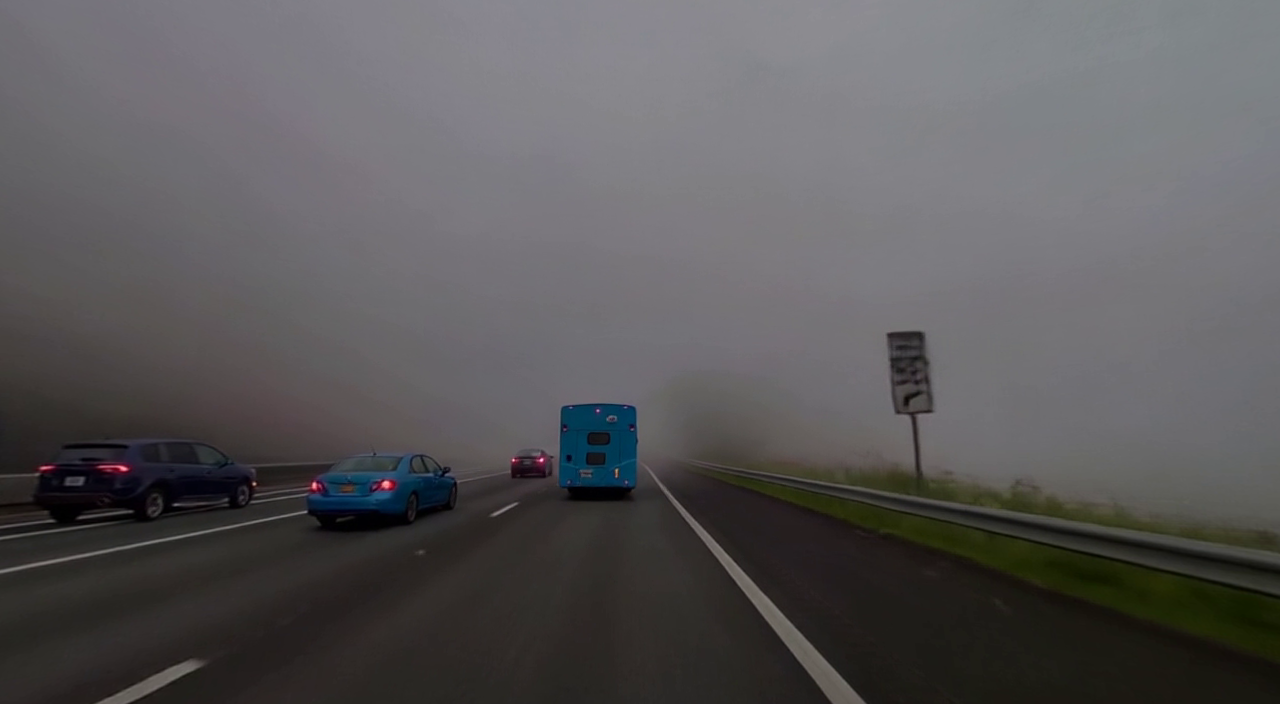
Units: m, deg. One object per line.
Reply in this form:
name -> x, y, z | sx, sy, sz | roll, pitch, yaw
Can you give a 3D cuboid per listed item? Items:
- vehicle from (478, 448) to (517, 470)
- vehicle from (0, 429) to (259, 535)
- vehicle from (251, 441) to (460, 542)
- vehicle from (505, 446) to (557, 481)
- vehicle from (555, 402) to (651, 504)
vehicle -> -10.098, 7.613, 44.861 | 1.886, 1.462, 4.084 | 0, -9, -1
vehicle -> -9.564, 2.352, 11.919 | 2.010, 1.621, 4.252 | 0, -9, 0
vehicle -> -4.732, 2.342, 11.220 | 1.876, 1.438, 4.072 | 0, -9, -1
vehicle -> -5.063, 5.195, 29.549 | 1.872, 1.480, 3.545 | 0, -9, -1
vehicle -> -0.959, 2.943, 18.534 | 2.394, 2.556, 5.232 | 0, -9, -1
